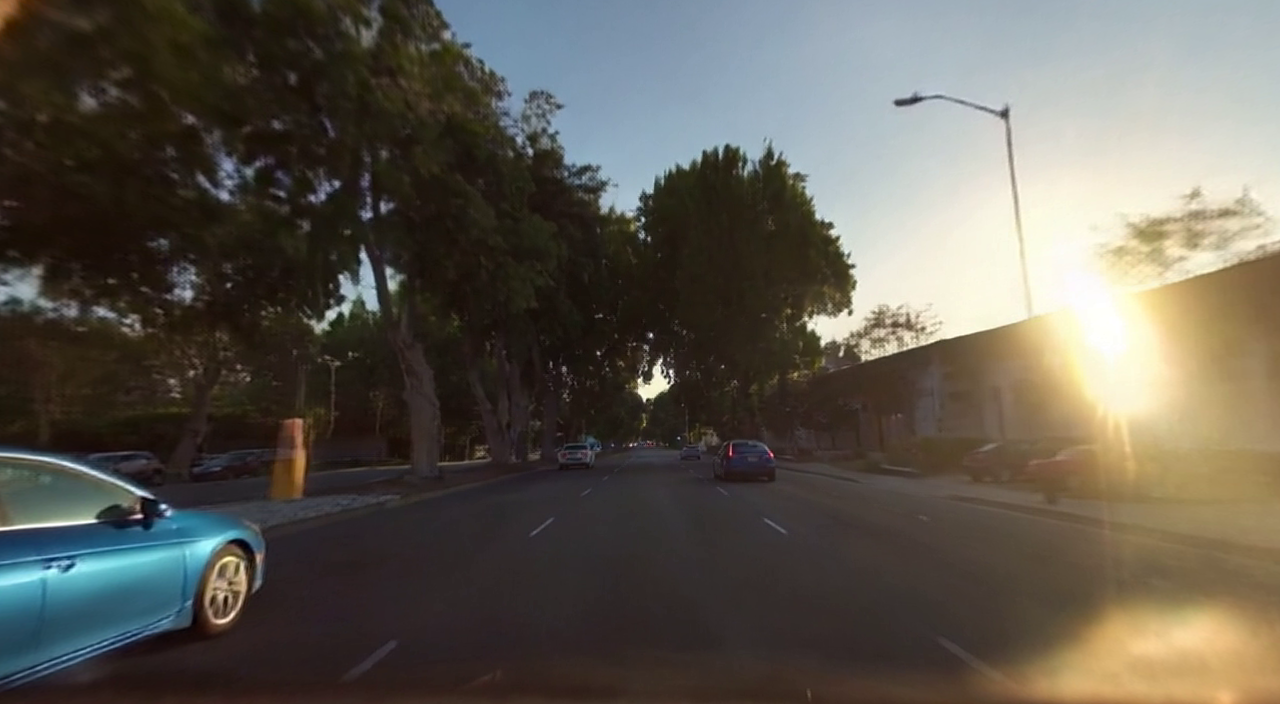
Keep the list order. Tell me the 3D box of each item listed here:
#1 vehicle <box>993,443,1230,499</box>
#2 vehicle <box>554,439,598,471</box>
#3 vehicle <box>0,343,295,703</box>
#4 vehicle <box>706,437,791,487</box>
[{"bbox_3d":[12.559,3.164,17.043,4.757,1.327,2.062,0,-7,-1],"label":"vehicle"},{"bbox_3d":[-3.417,5.563,34.339,2.113,1.626,4.129,0,-8,-2],"label":"vehicle"},{"bbox_3d":[-3.574,0.789,2.203,2.023,1.720,4.741,0,-8,0],"label":"vehicle"},{"bbox_3d":[3.489,3.632,21.188,2.083,1.474,4.360,0,-8,0],"label":"vehicle"}]
